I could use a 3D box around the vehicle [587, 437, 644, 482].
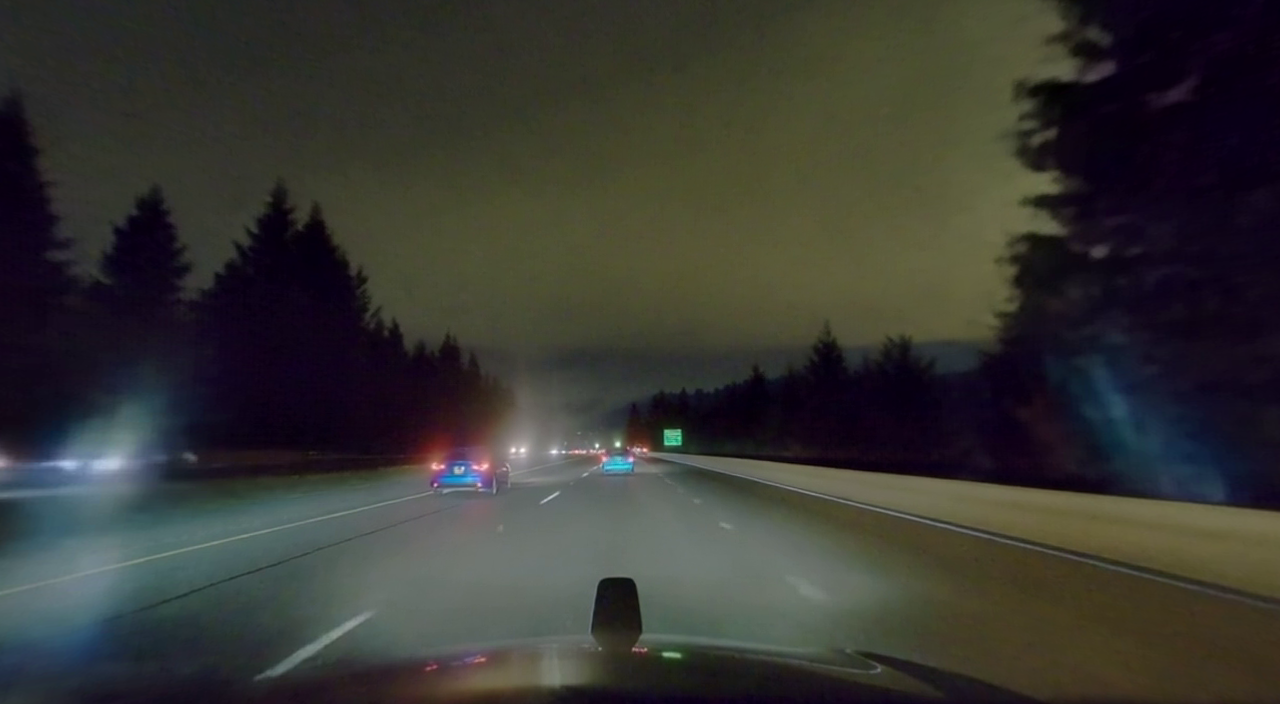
[{"bbox_3d":[-1.005,4.470,26.333,2.220,1.711,4.056,0,-9,-2],"label":"vehicle"}]

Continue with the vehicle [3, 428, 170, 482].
[{"bbox_3d":[-17.804,3.337,20.456,1.851,1.567,3.967,0,-9,-1],"label":"vehicle"}]

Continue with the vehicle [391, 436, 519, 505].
[{"bbox_3d":[-4.843,3.178,17.238,2.103,1.588,4.709,-1,-9,0],"label":"vehicle"}]
